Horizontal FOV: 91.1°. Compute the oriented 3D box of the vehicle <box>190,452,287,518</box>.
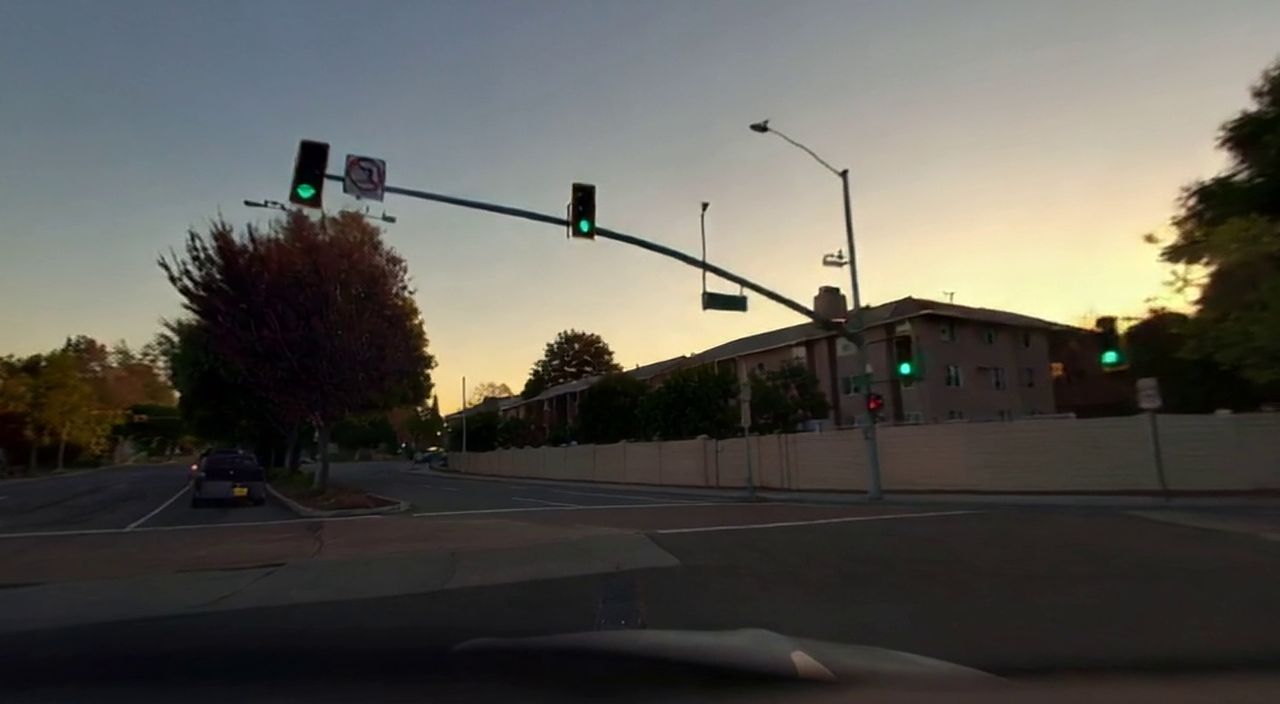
[{"bbox_3d":[-11.074,3.523,17.296,1.912,1.464,4.652,5,-10,-33],"label":"vehicle"}]
